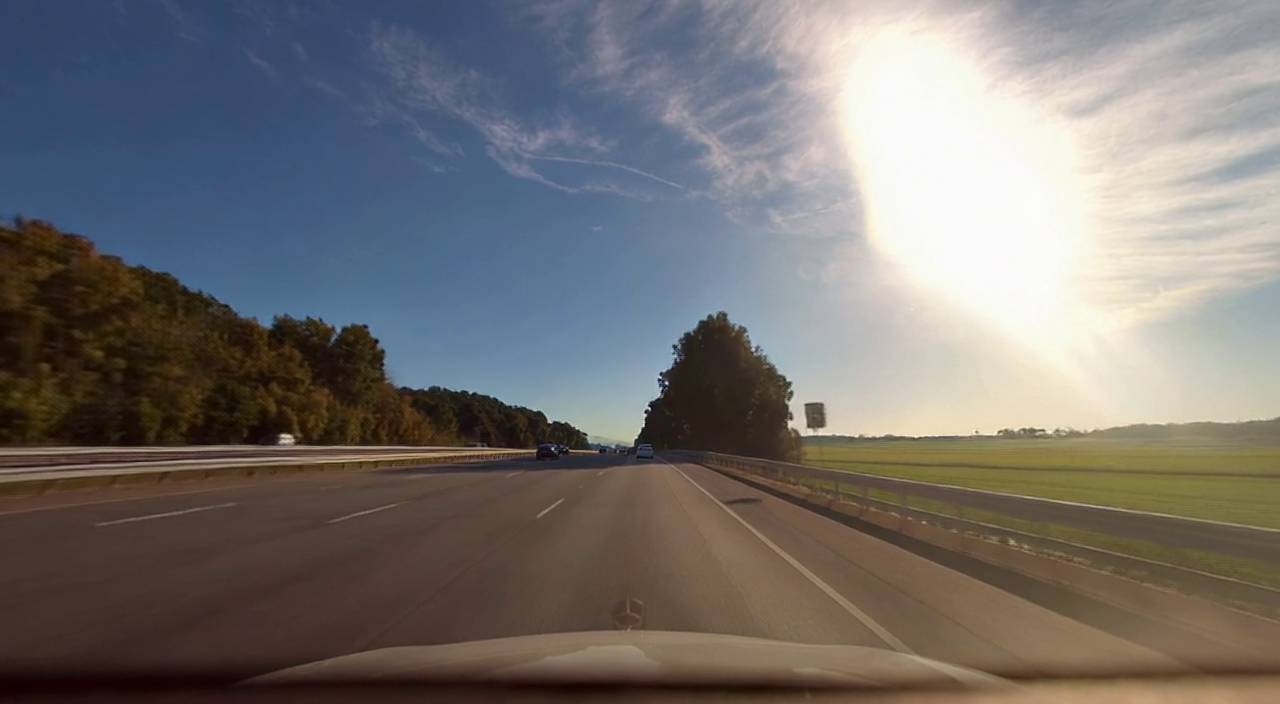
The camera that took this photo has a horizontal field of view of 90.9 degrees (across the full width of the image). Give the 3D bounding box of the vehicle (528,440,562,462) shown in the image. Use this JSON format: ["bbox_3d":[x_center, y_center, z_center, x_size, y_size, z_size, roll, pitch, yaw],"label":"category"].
[{"bbox_3d":[-7.240,7.575,48.468,1.972,1.603,3.891,0,-8,1],"label":"vehicle"}]
